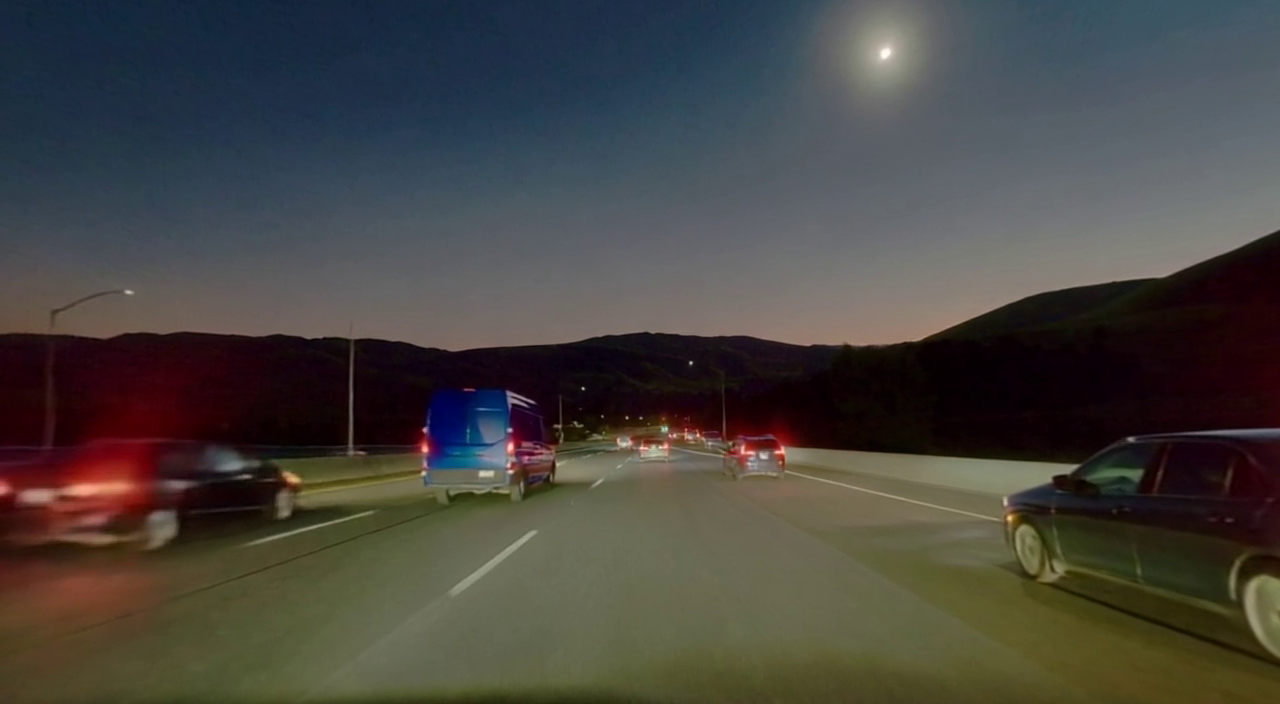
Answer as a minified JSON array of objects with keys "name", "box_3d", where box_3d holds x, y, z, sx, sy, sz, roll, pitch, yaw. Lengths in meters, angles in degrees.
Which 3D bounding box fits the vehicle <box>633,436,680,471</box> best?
[{"name":"vehicle","box_3d":[0.715,4.743,29.670,2.054,1.504,3.890,0,-8,0]}]

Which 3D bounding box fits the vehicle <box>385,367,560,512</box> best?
[{"name":"vehicle","box_3d":[-3.465,2.031,14.622,2.396,2.664,5.735,-1,-8,1]}]

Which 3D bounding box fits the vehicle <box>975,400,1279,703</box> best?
[{"name":"vehicle","box_3d":[4.193,1.060,3.650,2.050,1.491,4.362,0,-8,-1]}]

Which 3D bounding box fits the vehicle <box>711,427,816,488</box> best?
[{"name":"vehicle","box_3d":[3.693,3.249,19.711,2.270,1.660,4.101,0,-8,-2]}]

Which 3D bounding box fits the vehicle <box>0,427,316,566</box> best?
[{"name":"vehicle","box_3d":[-6.865,1.900,9.087,1.964,1.487,4.417,-1,-8,1]}]
